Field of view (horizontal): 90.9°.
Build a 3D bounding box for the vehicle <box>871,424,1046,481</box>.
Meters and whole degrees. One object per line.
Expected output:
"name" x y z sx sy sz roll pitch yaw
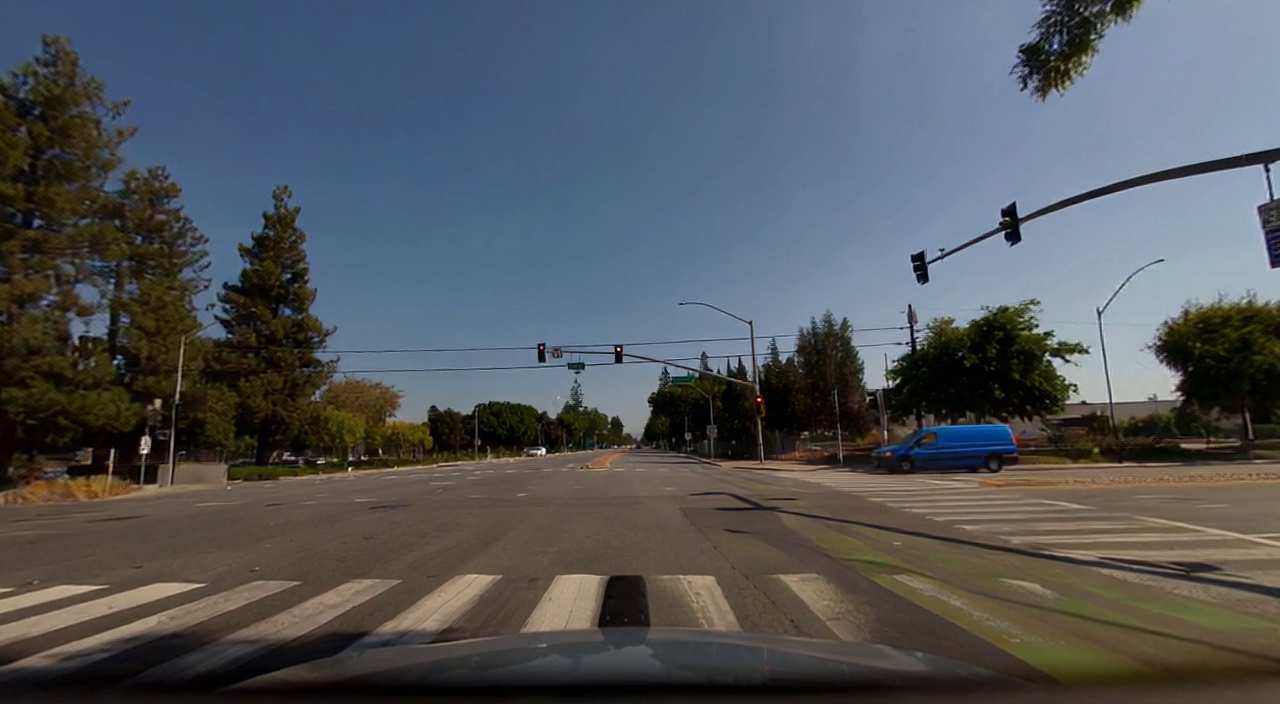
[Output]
"vehicle" 10.545 3.359 21.178 4.790 1.798 1.909 0 -8 0
